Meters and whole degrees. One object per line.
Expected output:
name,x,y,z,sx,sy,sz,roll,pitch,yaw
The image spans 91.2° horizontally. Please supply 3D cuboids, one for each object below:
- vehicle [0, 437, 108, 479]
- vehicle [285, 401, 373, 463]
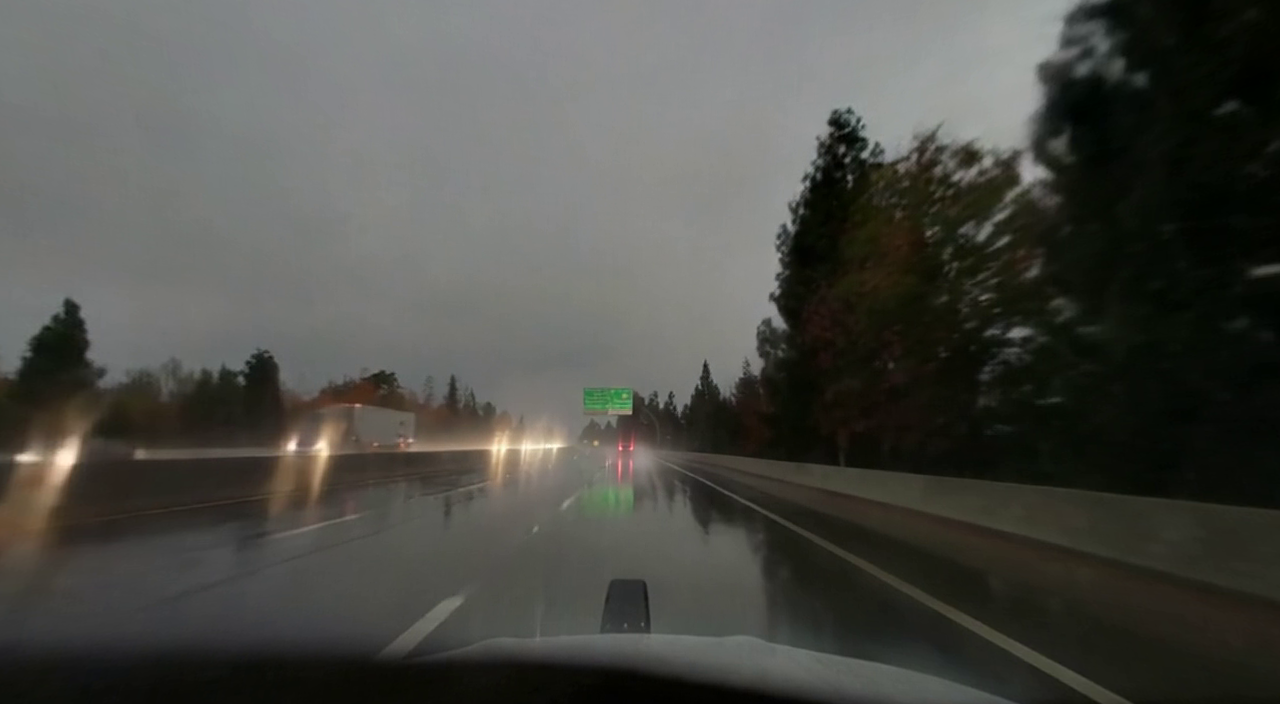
vehicle,-24.122,4.205,25.060,1.808,1.515,4.455,0,-9,0
vehicle,-21.327,5.574,43.475,3.036,3.953,5.859,0,-8,-1
